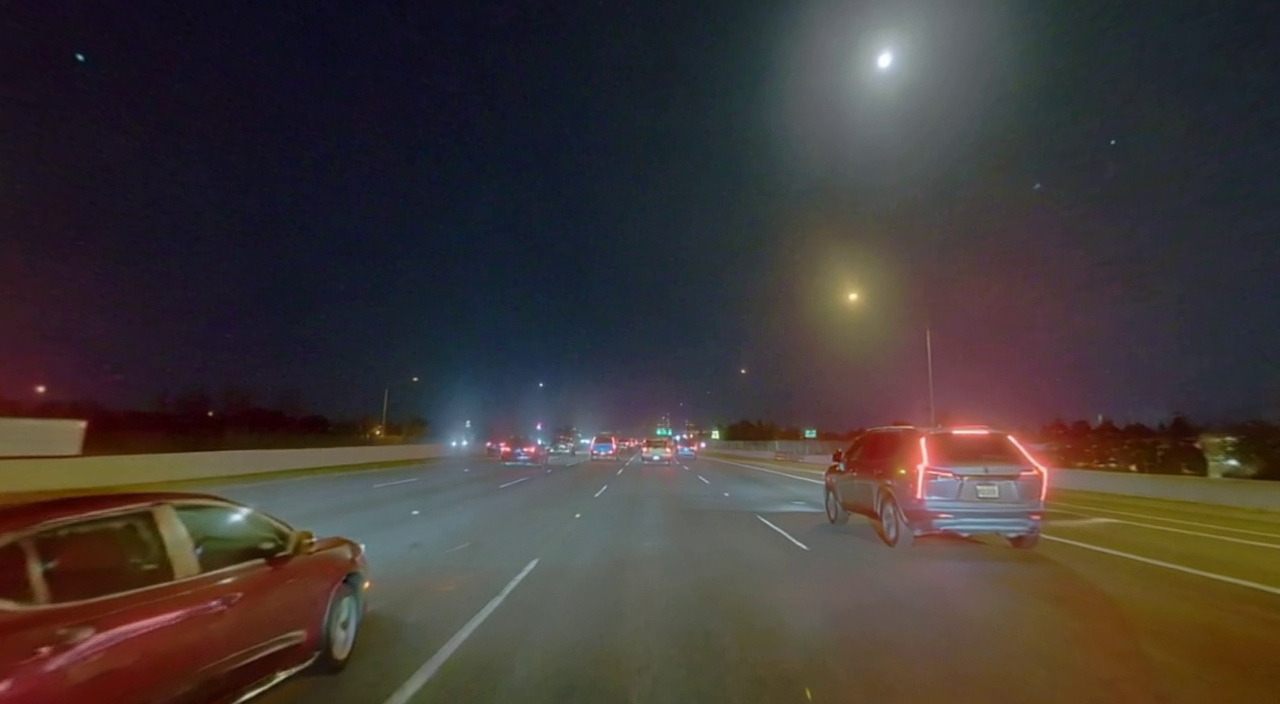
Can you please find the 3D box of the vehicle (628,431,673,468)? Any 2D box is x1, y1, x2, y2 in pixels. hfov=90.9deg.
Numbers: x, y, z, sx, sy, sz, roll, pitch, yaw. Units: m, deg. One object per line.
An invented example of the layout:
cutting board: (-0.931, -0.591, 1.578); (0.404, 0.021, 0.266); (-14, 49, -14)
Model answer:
vehicle: (0.552, 4.891, 31.857); (2.133, 1.739, 3.925); (0, -8, 2)

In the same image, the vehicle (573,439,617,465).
vehicle: (-2.512, 5.702, 36.203); (2.205, 1.406, 4.286); (0, -8, 1)

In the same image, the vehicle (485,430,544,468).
vehicle: (-5.955, 4.676, 30.431); (1.946, 1.688, 4.019); (0, -8, 1)

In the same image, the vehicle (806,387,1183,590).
vehicle: (3.820, 1.563, 8.070); (2.083, 1.823, 4.627); (0, -8, 0)
